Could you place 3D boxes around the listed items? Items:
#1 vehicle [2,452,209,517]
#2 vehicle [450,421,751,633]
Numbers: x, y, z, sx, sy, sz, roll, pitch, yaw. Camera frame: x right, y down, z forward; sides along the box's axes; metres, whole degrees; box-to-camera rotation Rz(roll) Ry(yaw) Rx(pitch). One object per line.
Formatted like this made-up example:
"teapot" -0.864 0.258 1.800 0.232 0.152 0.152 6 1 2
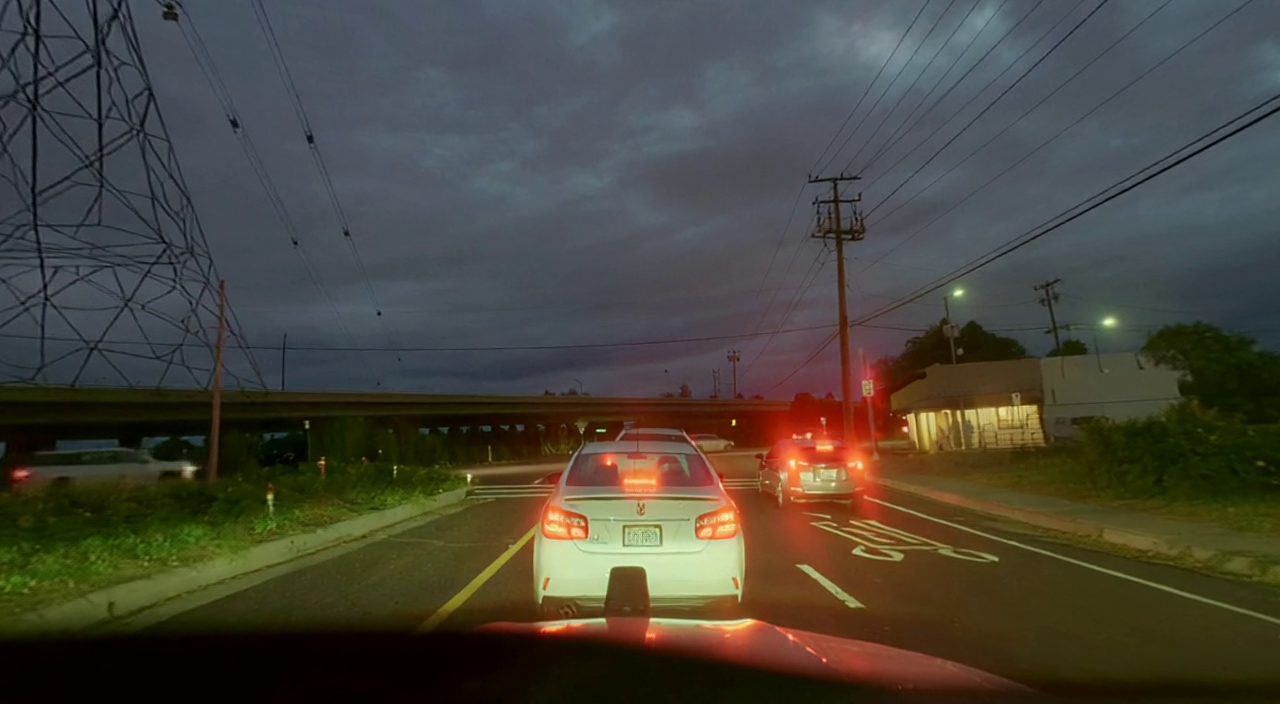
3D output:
"vehicle" -15.850 3.862 18.886 4.435 1.637 1.901 8 -12 -44
"vehicle" -0.240 1.528 6.471 2.090 1.458 4.033 -1 -9 1
